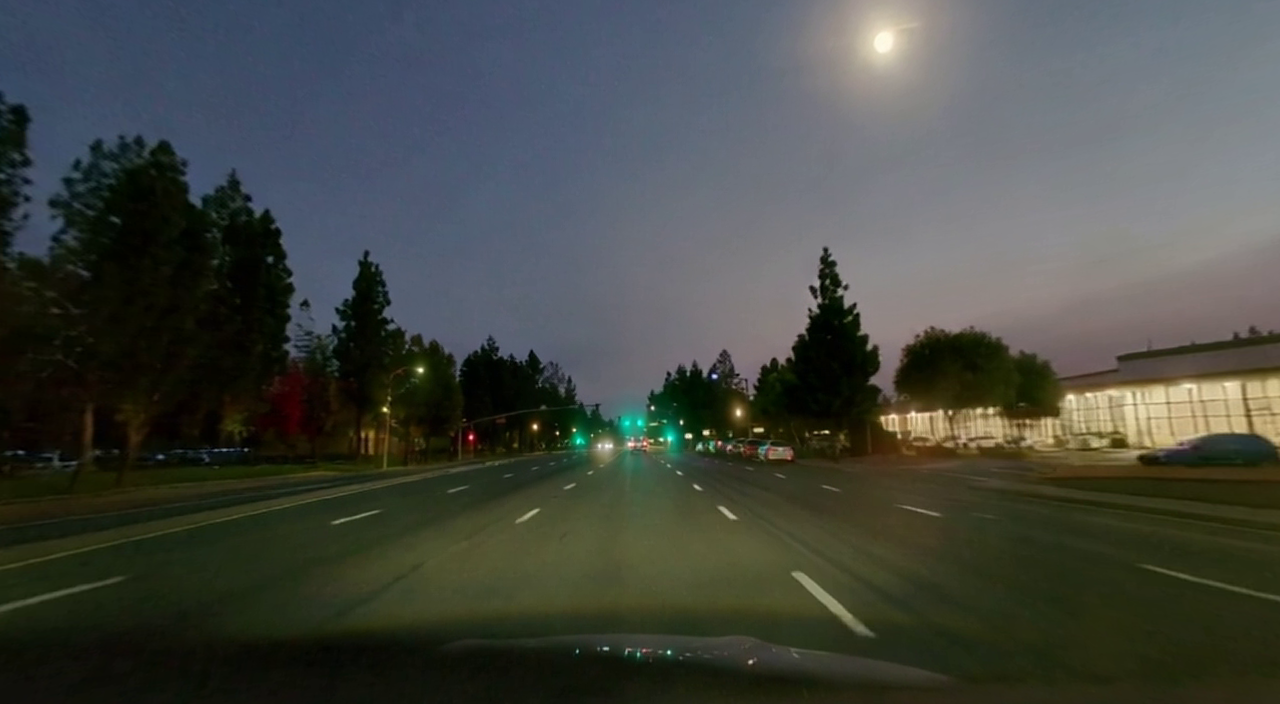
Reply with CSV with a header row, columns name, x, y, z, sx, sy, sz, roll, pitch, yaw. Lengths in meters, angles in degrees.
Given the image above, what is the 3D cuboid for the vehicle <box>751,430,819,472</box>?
name,x,y,z,sx,sy,sz,roll,pitch,yaw
vehicle,6.625,4.599,29.462,1.985,1.758,4.523,0,-9,-1

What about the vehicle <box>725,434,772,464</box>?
name,x,y,z,sx,sy,sz,roll,pitch,yaw
vehicle,6.571,5.945,38.742,1.924,1.721,4.514,0,-8,-1

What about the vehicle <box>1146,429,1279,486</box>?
name,x,y,z,sx,sy,sz,roll,pitch,yaw
vehicle,18.067,3.197,19.278,3.923,1.575,1.882,2,-9,-12

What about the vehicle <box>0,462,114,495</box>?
name,x,y,z,sx,sy,sz,roll,pitch,yaw
vehicle,-32.934,7.085,35.610,4.705,1.627,2.017,5,-10,-31
